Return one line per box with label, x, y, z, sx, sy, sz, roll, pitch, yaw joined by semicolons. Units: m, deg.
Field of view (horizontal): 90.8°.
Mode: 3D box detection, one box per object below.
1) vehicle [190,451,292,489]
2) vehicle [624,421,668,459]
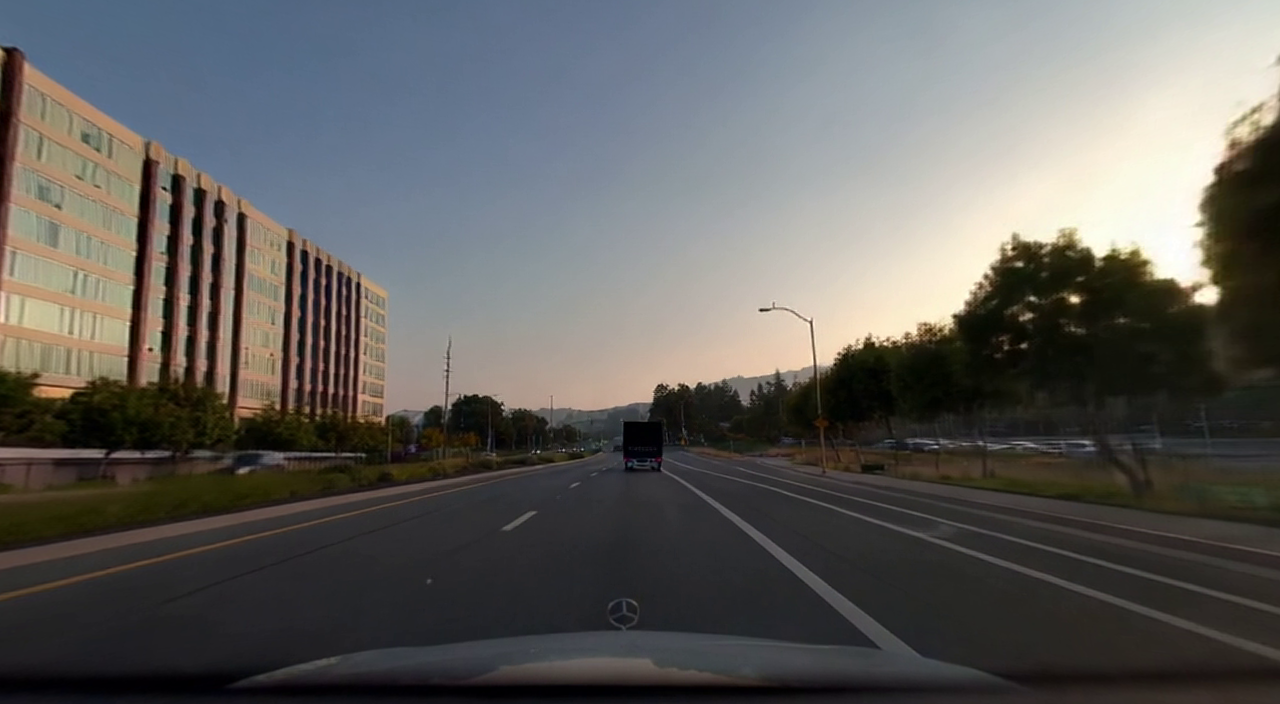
vehicle;-19.327;5.698;30.884;1.930;1.633;4.622;0;-8;0
vehicle;0.266;4.717;33.667;2.178;1.829;4.932;0;-8;-1
